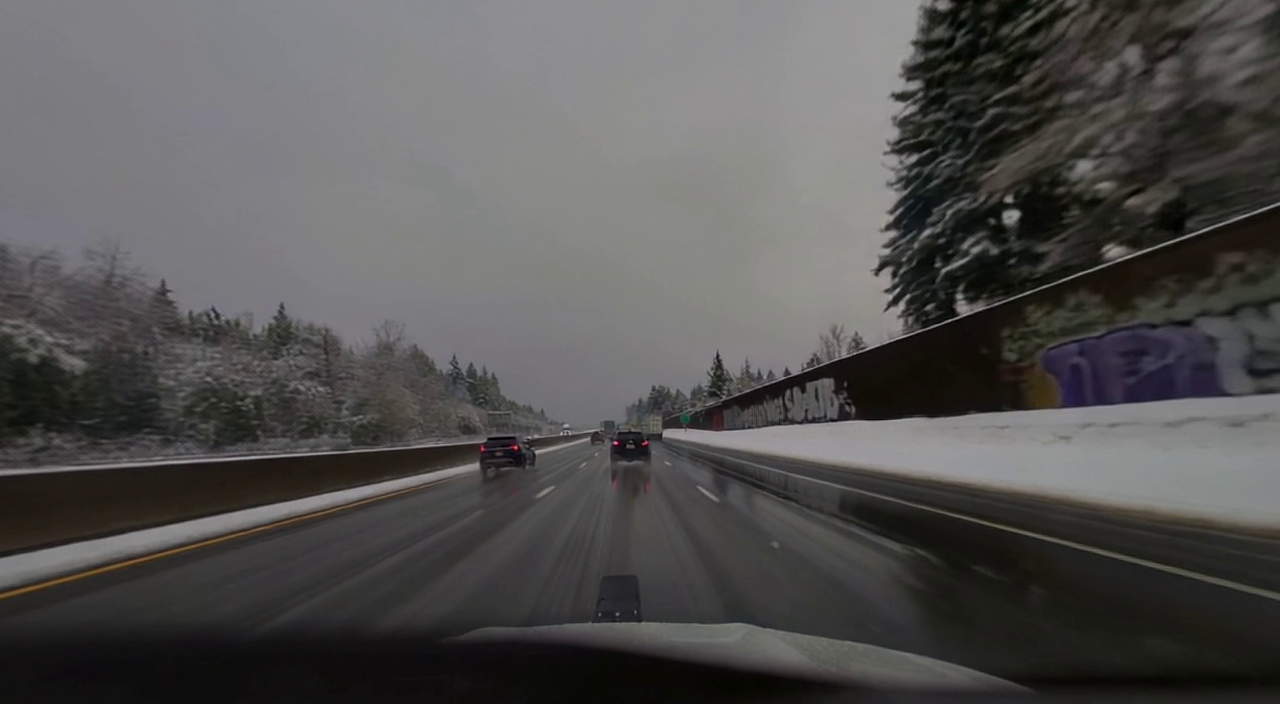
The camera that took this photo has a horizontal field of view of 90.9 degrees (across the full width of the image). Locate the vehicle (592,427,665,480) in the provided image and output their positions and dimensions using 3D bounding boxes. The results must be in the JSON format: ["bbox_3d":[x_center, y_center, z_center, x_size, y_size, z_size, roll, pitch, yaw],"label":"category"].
[{"bbox_3d":[-0.388,3.143,19.748,2.044,1.477,3.693,0,-8,-2],"label":"vehicle"}]

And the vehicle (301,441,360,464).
[{"bbox_3d":[-21.513,7.001,44.025,1.875,1.477,4.556,0,-8,-1],"label":"vehicle"}]

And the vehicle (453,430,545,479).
[{"bbox_3d":[-4.549,3.363,21.054,2.022,1.440,4.491,0,-8,0],"label":"vehicle"}]
